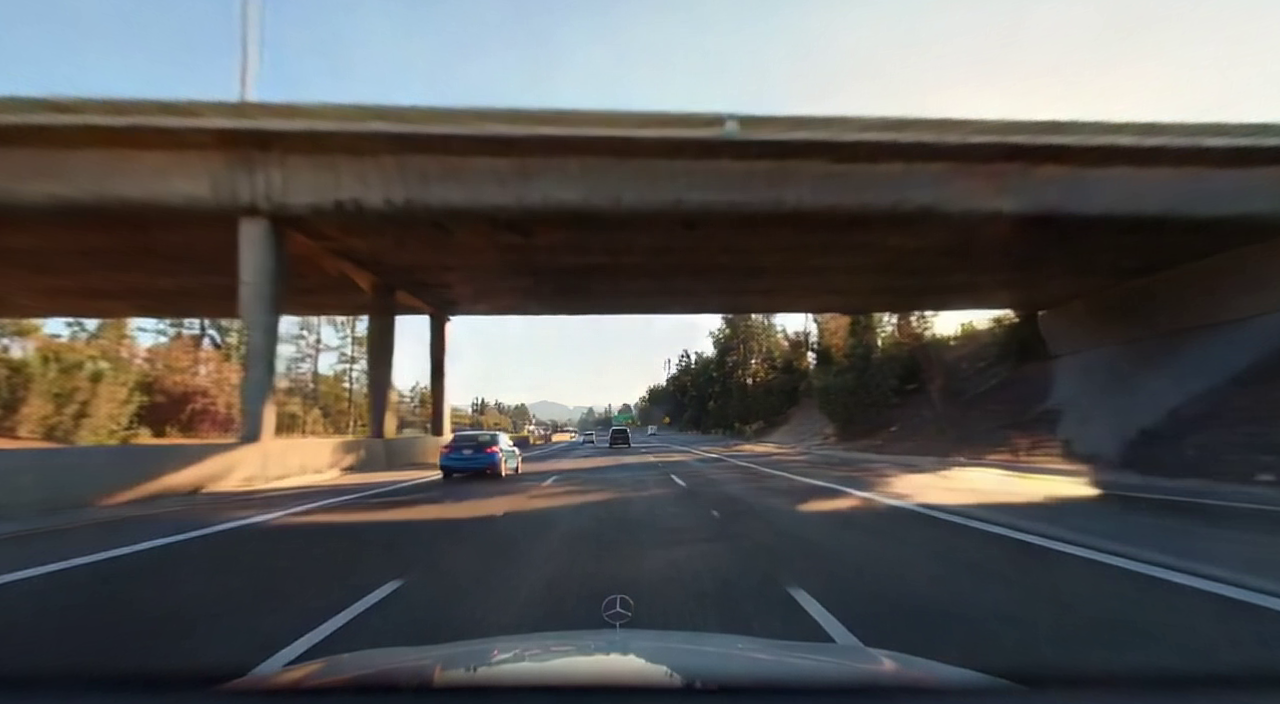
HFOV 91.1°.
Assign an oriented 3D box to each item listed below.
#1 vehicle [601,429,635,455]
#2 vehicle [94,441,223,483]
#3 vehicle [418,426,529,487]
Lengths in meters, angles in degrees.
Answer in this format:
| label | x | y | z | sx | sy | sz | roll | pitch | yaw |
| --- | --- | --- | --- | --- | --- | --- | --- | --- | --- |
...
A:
| label | x | y | z | sx | sy | sz | roll | pitch | yaw |
| --- | --- | --- | --- | --- | --- | --- | --- | --- | --- |
| vehicle | -1.415 | 5.925 | 41.512 | 2.116 | 1.625 | 4.004 | 0 | -8 | -1 |
| vehicle | -20.858 | 4.746 | 27.546 | 1.923 | 1.590 | 4.742 | 0 | -8 | -1 |
| vehicle | -4.643 | 2.974 | 18.322 | 2.017 | 1.537 | 4.496 | 0 | -8 | 0 |
